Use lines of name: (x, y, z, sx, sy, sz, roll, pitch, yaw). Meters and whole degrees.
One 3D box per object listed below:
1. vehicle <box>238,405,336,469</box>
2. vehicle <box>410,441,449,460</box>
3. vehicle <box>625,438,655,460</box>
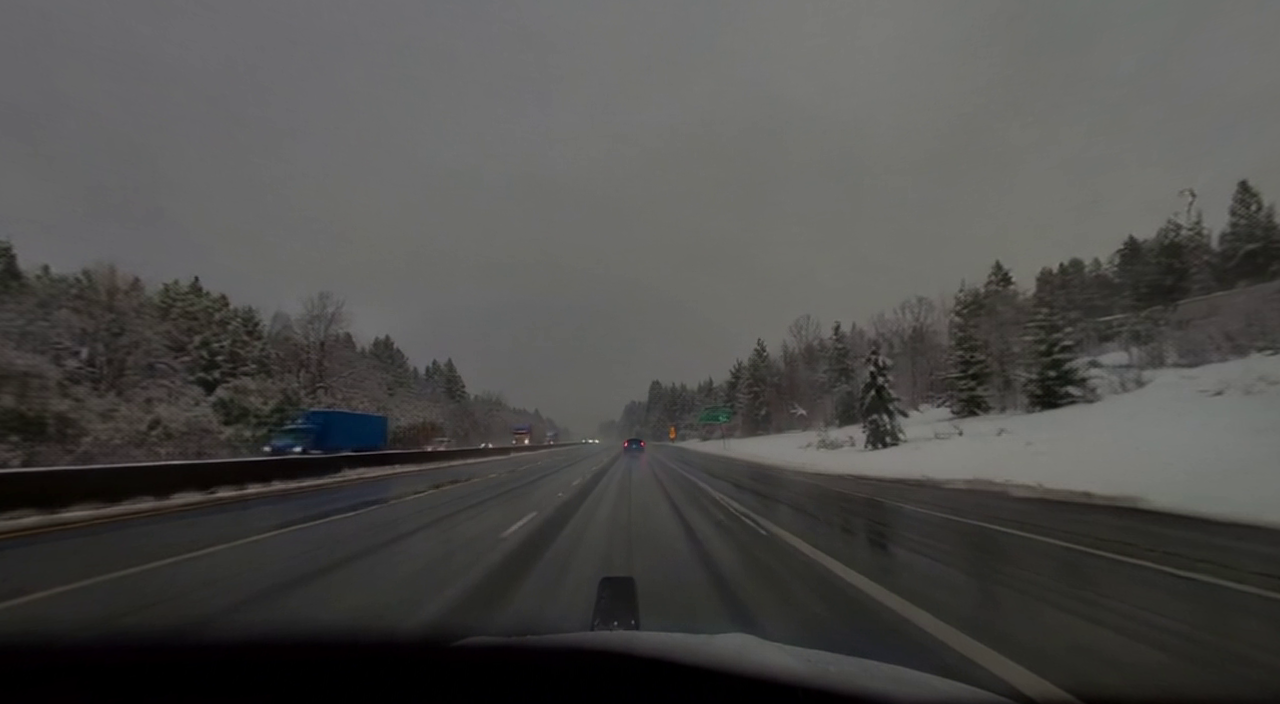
vehicle: (-22.956, 5.575, 41.371, 2.915, 3.852, 5.920, 0, -8, 0)
vehicle: (-16.515, 7.745, 49.628, 1.759, 1.446, 3.742, -1, -8, 0)
vehicle: (-0.034, 6.780, 43.937, 2.028, 1.440, 3.690, 0, -8, -1)
